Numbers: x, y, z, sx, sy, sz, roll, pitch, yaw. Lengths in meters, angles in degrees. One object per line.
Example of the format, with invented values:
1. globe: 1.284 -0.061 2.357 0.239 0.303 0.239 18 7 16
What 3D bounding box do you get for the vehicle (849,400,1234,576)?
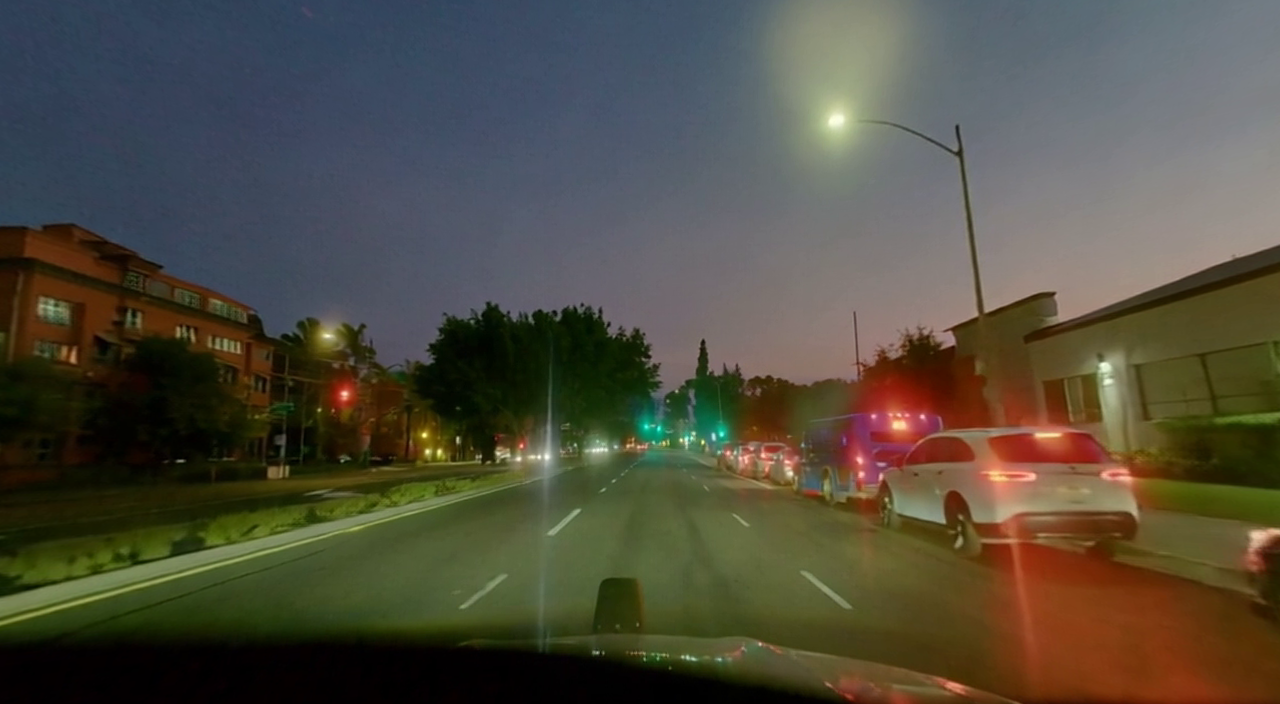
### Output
1. vehicle: 4.816 1.715 8.747 2.304 1.760 4.630 0 -8 1
